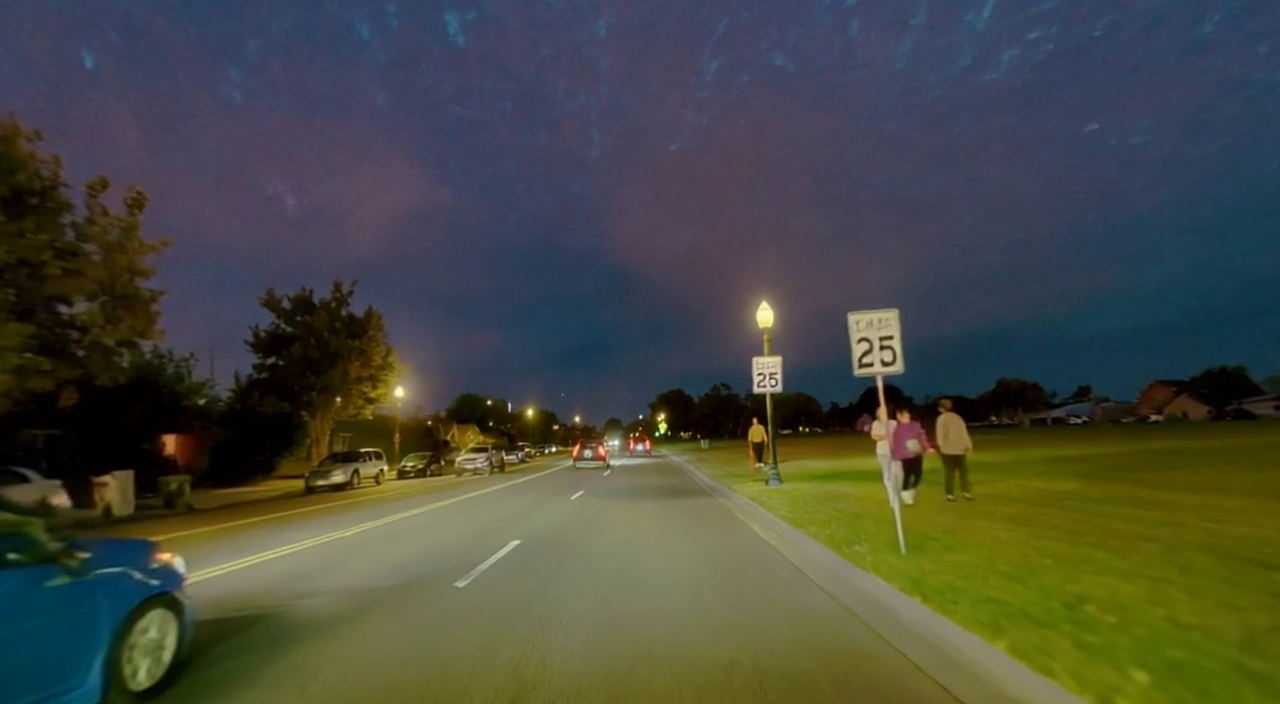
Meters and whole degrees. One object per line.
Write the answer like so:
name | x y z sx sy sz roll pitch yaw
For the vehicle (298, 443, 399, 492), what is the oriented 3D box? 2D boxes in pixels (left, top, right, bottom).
vehicle | -12.042 4.753 26.377 1.904 1.728 4.997 2 -8 -1

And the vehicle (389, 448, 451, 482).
vehicle | -12.101 6.207 34.870 1.910 1.462 4.581 -3 -7 -2

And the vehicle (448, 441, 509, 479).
vehicle | -8.884 5.946 34.934 2.019 1.907 4.697 0 -8 1

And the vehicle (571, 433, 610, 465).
vehicle | -2.939 5.825 37.842 1.908 1.809 4.230 0 -8 1
